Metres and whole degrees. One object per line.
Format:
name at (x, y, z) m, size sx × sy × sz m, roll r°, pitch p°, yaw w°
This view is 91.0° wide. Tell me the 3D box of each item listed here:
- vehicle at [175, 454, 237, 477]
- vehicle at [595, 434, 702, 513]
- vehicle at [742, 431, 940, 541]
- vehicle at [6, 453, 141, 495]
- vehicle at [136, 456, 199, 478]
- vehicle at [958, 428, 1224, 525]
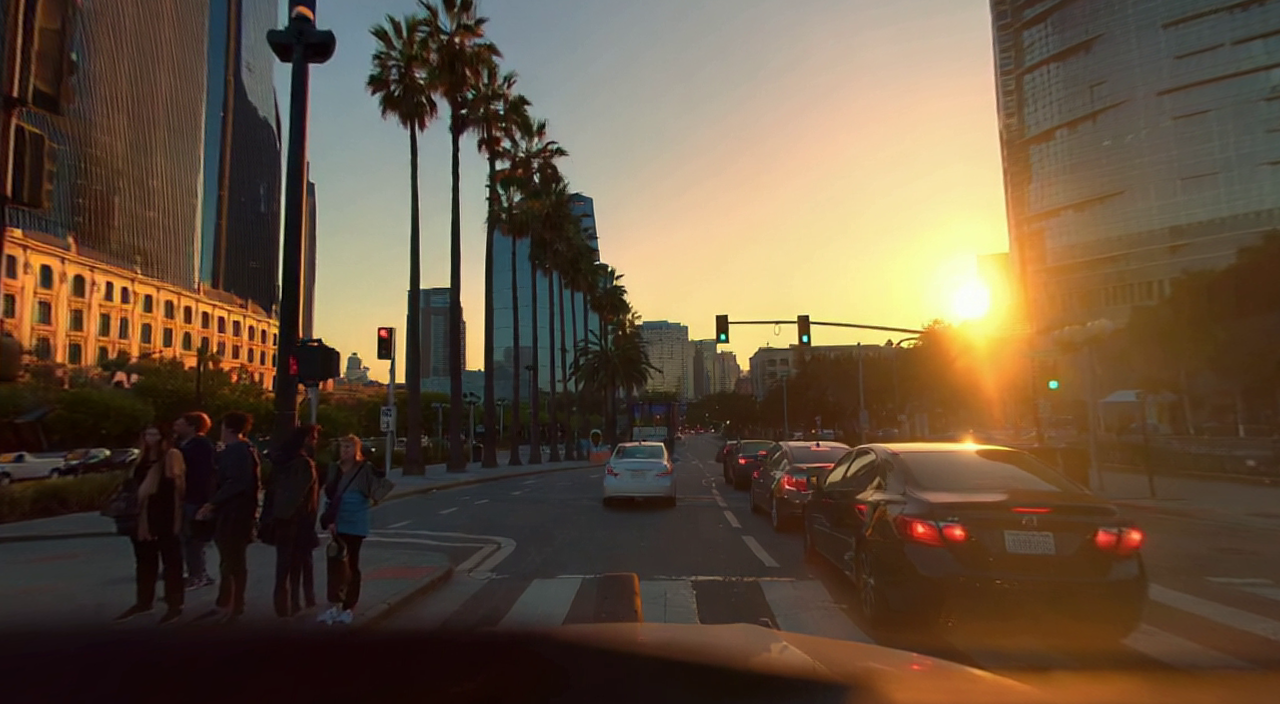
vehicle at (-33.714, 8.793, 49.031) m, size 1.907 × 1.690 × 4.456 m, roll 1°, pitch -9°, yaw -5°
vehicle at (0.186, 2.610, 13.970) m, size 2.048 × 1.503 × 3.681 m, roll 0°, pitch -9°, yaw 1°
vehicle at (3.100, 2.164, 10.839) m, size 1.913 × 1.469 × 4.425 m, roll 0°, pitch -9°, yaw 0°
vehicle at (-26.689, 5.716, 29.946) m, size 2.105 × 1.793 × 4.812 m, roll 0°, pitch -9°, yaw -3°
vehicle at (-36.834, 8.978, 49.207) m, size 1.700 × 1.527 × 4.445 m, roll 1°, pitch -9°, yaw -4°
vehicle at (8.180, 2.276, 12.056) m, size 1.859 × 1.508 × 4.259 m, roll 0°, pitch -9°, yaw -1°
